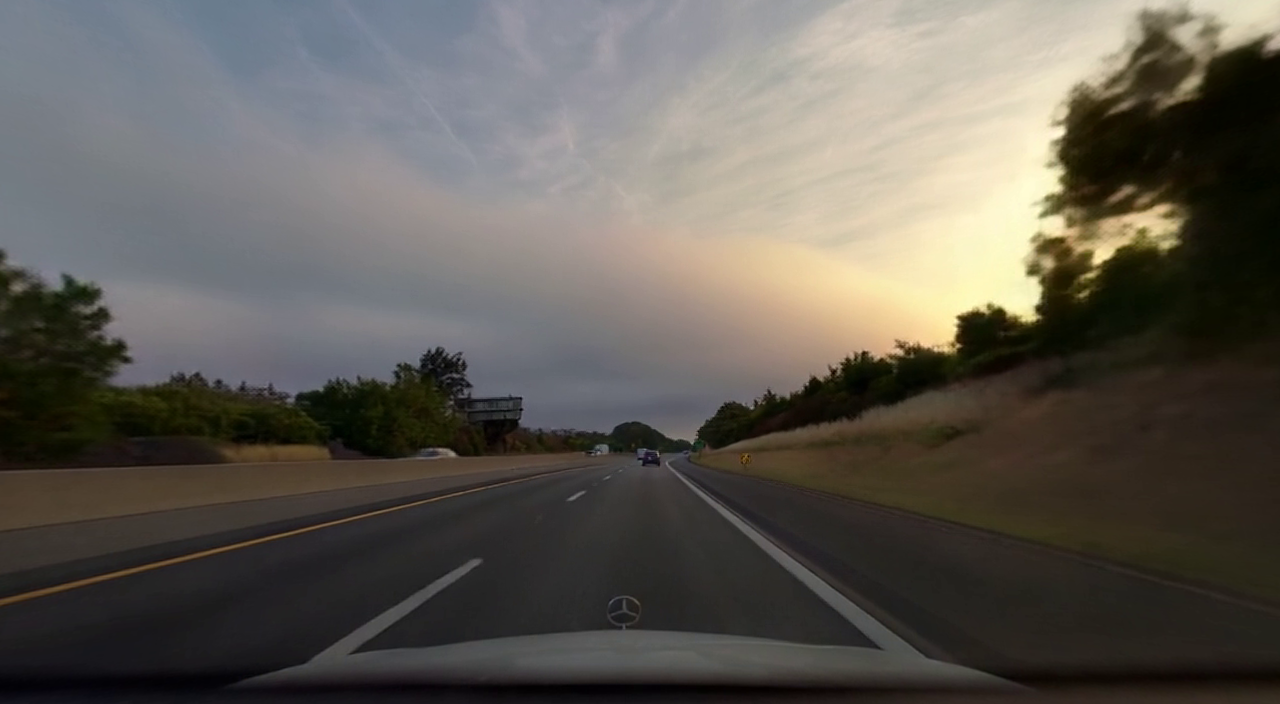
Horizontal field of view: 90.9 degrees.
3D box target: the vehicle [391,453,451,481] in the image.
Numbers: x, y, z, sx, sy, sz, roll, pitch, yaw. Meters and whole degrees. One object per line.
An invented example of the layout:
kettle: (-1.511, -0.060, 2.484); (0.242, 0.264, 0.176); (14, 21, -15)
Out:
vehicle: (-12.183, 6.400, 35.301); (1.858, 1.458, 4.029); (0, -9, 1)
